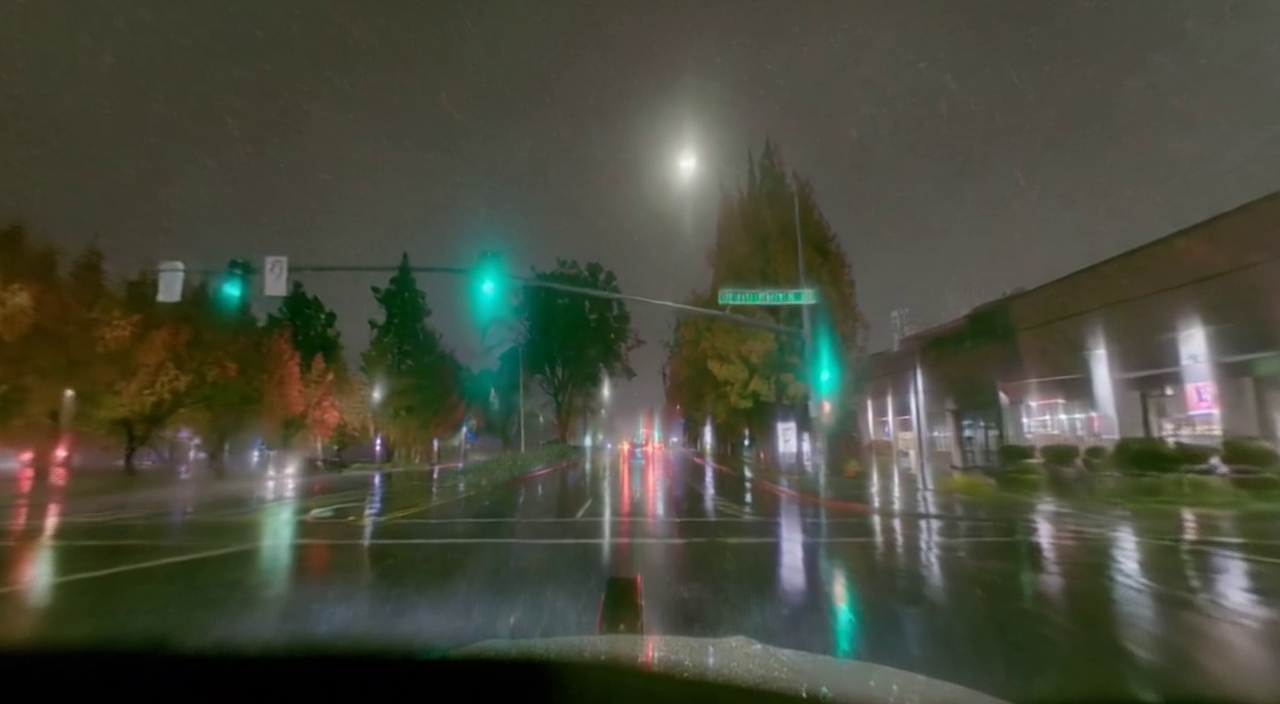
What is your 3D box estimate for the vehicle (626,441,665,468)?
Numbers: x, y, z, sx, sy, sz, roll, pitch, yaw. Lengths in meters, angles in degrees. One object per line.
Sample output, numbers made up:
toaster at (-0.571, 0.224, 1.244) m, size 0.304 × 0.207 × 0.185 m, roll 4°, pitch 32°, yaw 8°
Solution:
vehicle at (0.328, 5.944, 36.689) m, size 2.115 × 1.461 × 3.976 m, roll 0°, pitch -8°, yaw 1°
